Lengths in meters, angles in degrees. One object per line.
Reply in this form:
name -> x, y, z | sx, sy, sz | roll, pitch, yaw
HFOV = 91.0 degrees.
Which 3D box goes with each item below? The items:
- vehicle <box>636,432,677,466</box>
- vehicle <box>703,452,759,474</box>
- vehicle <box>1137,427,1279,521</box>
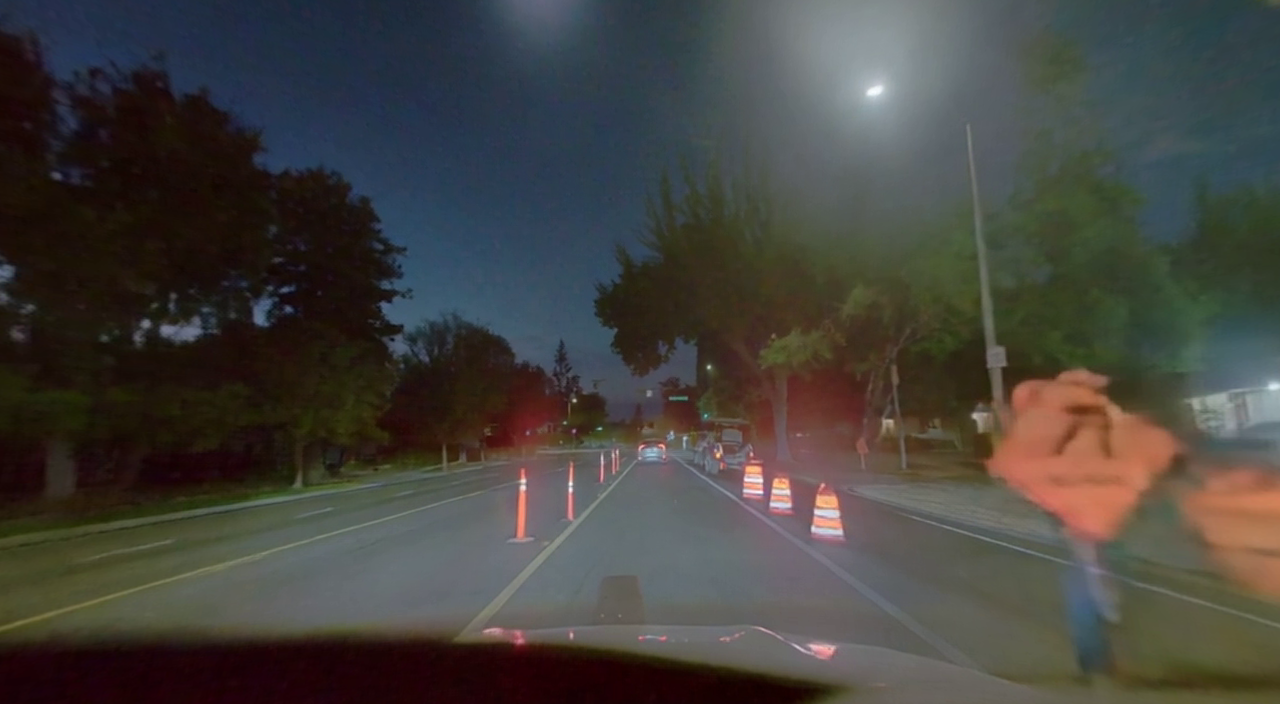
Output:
vehicle -> 0.870, 5.374, 34.940 | 2.151, 1.708, 4.084 | 0, -9, 0
vehicle -> 4.063, 5.009, 28.483 | 2.123, 0.883, 3.024 | 0, -8, 1
vehicle -> 11.653, 2.073, 10.846 | 4.463, 1.466, 1.813 | 0, -9, 5
